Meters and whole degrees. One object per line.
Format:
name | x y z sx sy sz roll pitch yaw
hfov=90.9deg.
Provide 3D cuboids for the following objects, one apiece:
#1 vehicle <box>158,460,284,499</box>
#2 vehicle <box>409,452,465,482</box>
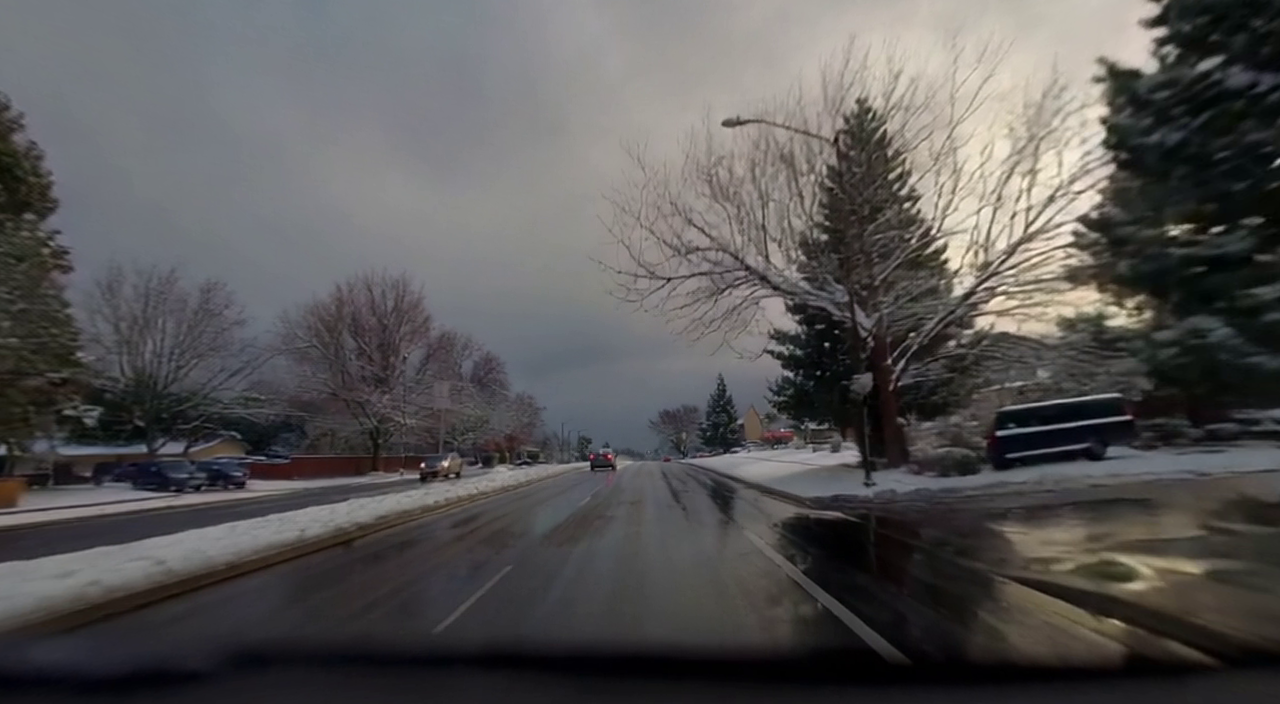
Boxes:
vehicle | -19.522 5.946 29.507 4.553 1.681 1.931 -1 -9 4
vehicle | -13.056 7.411 40.843 2.005 1.739 4.563 0 -9 2
